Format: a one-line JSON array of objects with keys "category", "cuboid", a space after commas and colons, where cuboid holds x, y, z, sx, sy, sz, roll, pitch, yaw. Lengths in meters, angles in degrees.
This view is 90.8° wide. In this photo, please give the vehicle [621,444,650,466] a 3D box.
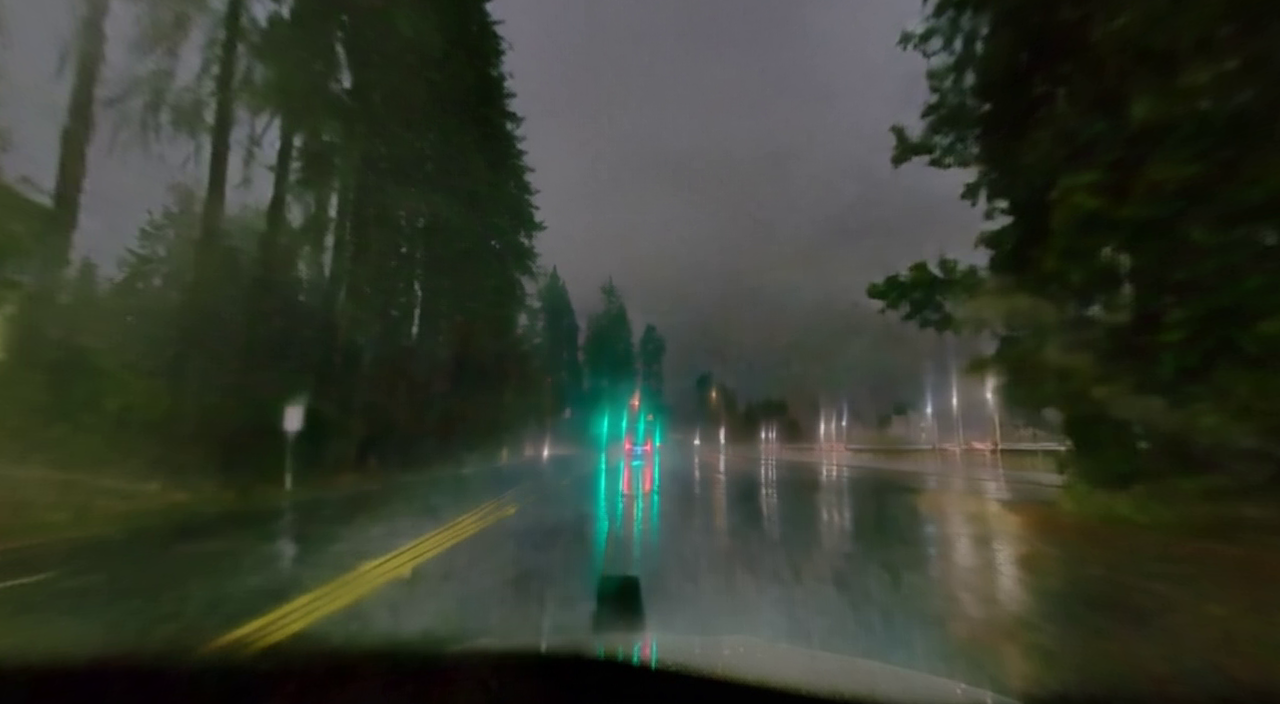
[{"category": "vehicle", "cuboid": [-0.310, 7.384, 45.588, 2.042, 1.489, 3.963, 0, -9, 0]}]
